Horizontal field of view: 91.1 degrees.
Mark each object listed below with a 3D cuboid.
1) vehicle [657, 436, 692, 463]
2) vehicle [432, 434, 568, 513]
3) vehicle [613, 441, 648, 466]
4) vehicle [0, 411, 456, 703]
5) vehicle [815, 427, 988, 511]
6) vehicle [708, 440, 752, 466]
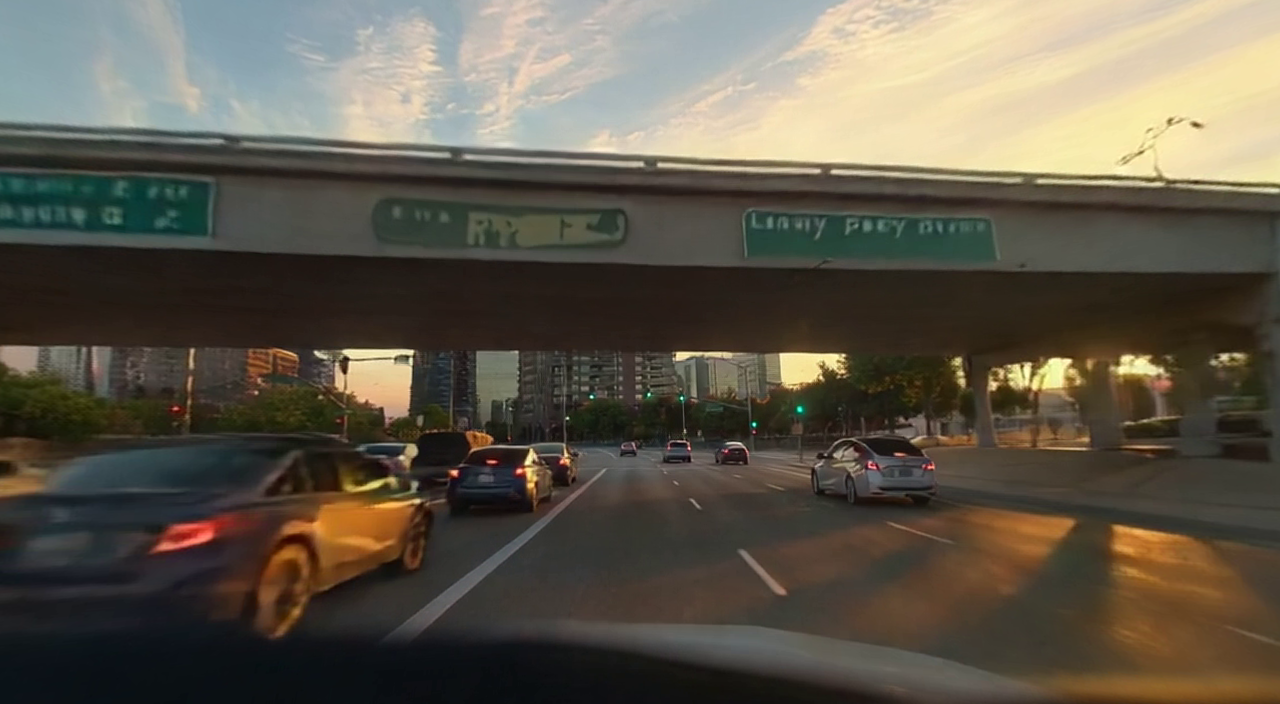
[{"bbox_3d":[2.348,6.814,43.862,2.034,1.762,4.420,0,-9,-2],"label":"vehicle"},{"bbox_3d":[-2.927,2.649,14.200,1.980,1.491,4.351,0,-9,1],"label":"vehicle"},{"bbox_3d":[-0.612,6.243,38.807,2.026,1.453,3.780,0,-9,-2],"label":"vehicle"},{"bbox_3d":[-3.245,1.349,5.295,2.041,1.466,4.212,0,-9,1],"label":"vehicle"},{"bbox_3d":[5.796,2.650,14.684,2.056,1.624,4.498,0,-9,-1],"label":"vehicle"},{"bbox_3d":[5.504,6.247,38.966,1.924,1.527,4.268,0,-9,-2],"label":"vehicle"}]
